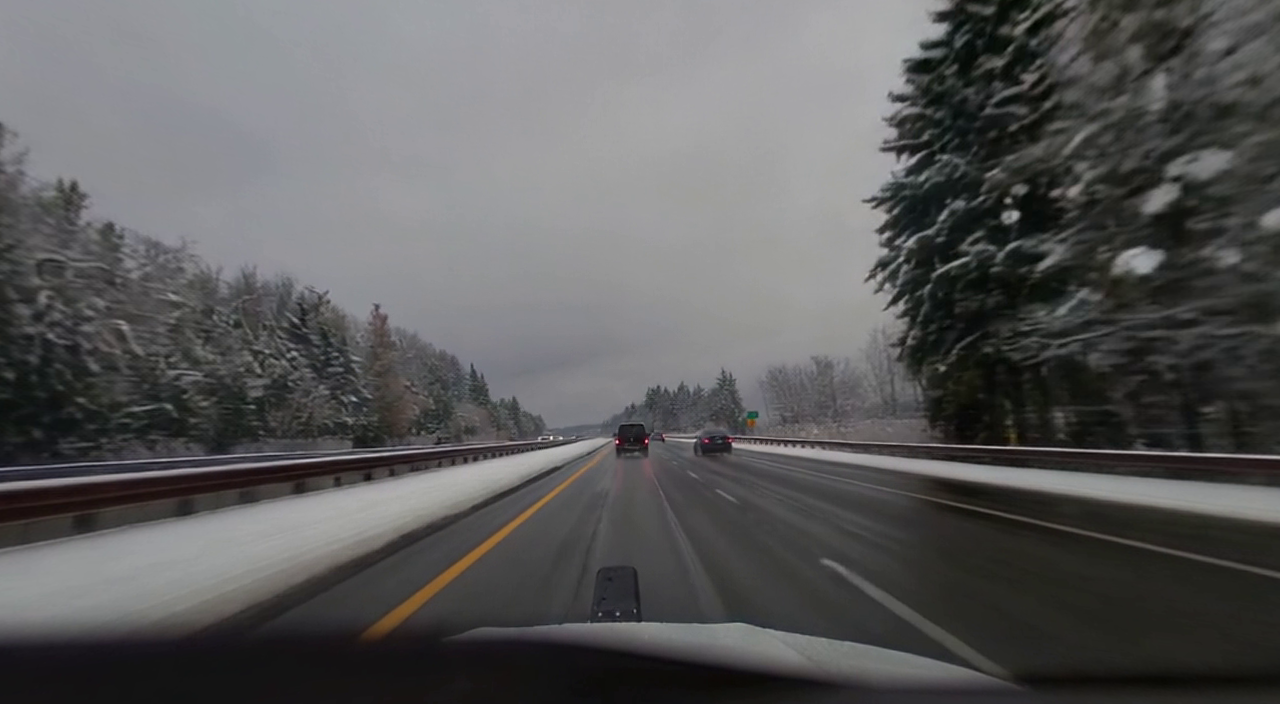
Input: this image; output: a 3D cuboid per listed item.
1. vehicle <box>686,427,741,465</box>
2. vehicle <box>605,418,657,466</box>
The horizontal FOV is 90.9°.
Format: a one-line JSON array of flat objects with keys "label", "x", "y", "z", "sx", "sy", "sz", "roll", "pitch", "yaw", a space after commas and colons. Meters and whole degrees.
[{"label": "vehicle", "x": 3.338, "y": 4.348, "z": 29.311, "sx": 1.981, "sy": 1.606, "sz": 3.956, "roll": 0, "pitch": -8, "yaw": -2}, {"label": "vehicle", "x": -0.457, "y": 4.210, "z": 29.596, "sx": 2.270, "sy": 2.044, "sz": 4.633, "roll": 0, "pitch": -8, "yaw": -2}]
